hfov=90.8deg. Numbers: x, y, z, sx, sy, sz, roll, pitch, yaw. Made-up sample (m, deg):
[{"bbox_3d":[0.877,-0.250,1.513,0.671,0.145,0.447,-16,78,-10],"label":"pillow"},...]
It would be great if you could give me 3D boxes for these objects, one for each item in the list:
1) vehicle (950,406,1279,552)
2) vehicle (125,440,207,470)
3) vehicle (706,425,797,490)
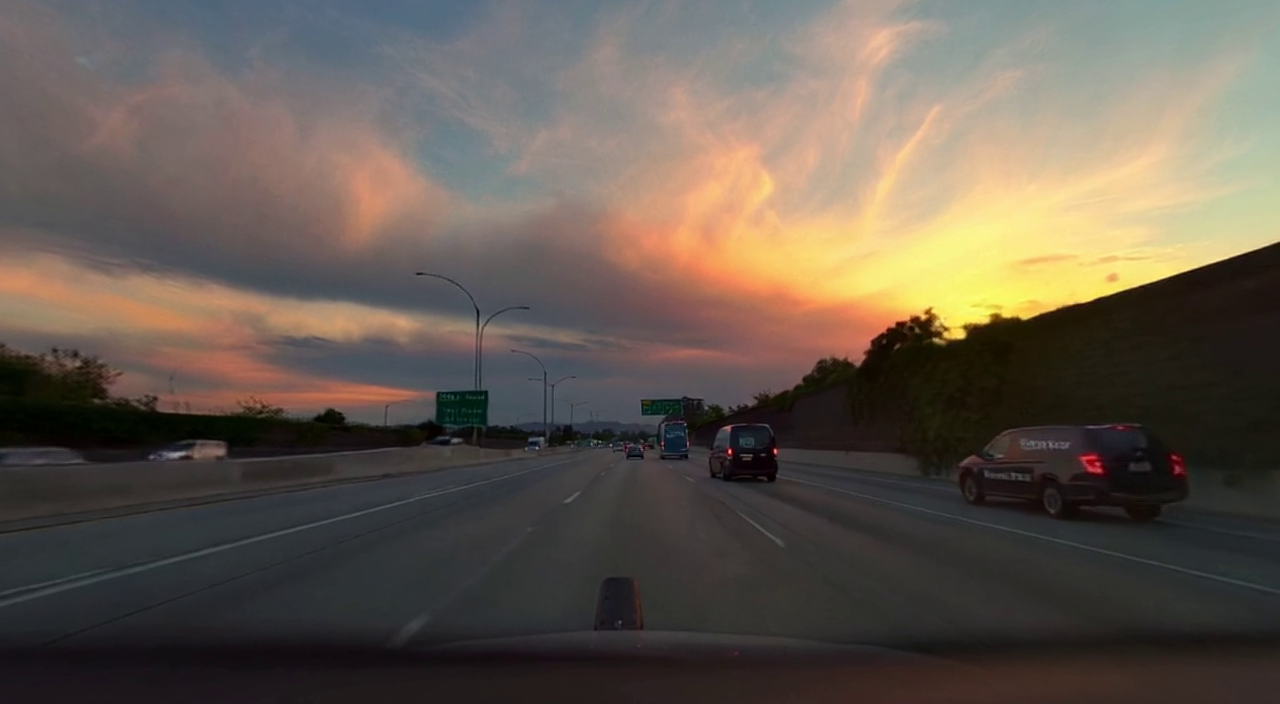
[{"bbox_3d":[7.525,1.945,10.386,2.266,1.799,4.947,0,-8,-1],"label":"vehicle"},{"bbox_3d":[-28.705,6.253,38.449,1.877,1.692,3.983,0,-8,0],"label":"vehicle"},{"bbox_3d":[3.583,3.511,21.326,2.035,1.931,4.841,0,-9,-2],"label":"vehicle"}]
